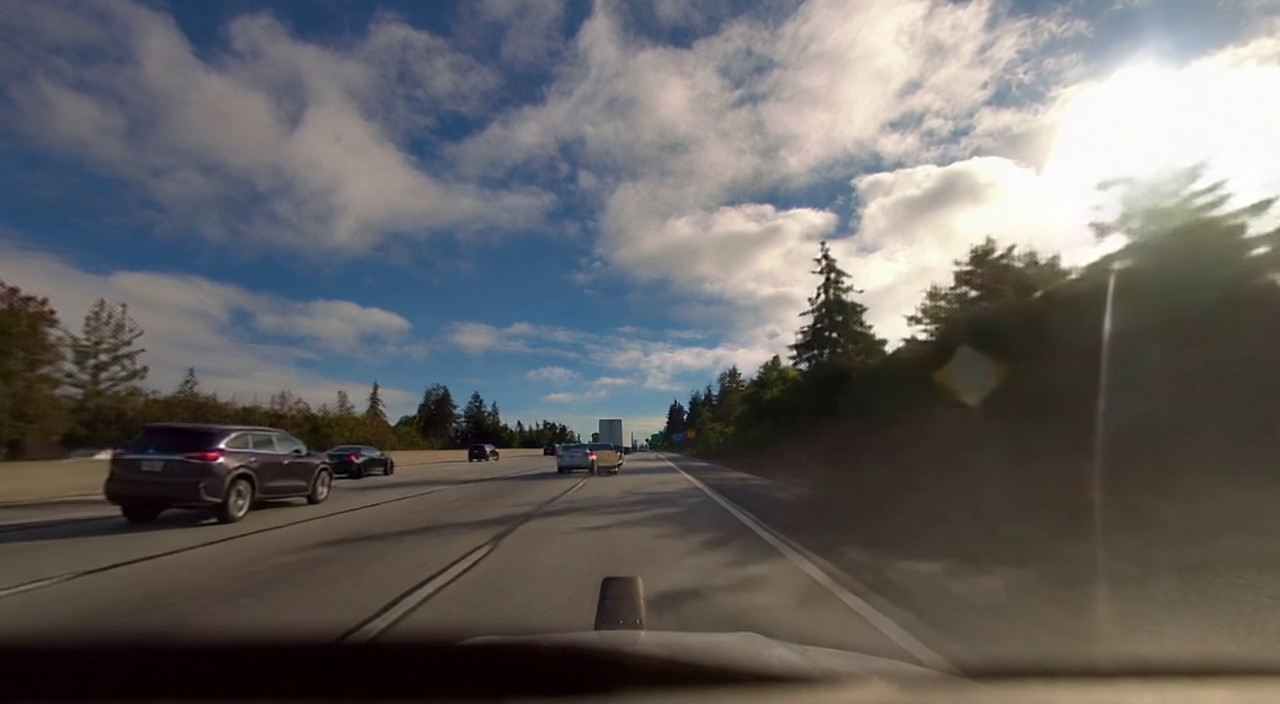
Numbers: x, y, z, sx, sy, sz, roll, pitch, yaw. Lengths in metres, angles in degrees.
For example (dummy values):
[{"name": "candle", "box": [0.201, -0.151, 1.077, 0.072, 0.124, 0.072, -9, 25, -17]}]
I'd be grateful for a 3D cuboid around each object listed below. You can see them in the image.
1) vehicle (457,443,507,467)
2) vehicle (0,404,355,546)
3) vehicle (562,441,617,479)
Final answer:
[{"name": "vehicle", "box": [-10.274, 6.730, 41.362, 2.036, 1.506, 4.358, 0, -8, 1]}, {"name": "vehicle", "box": [-7.335, 1.973, 10.823, 2.115, 1.778, 5.572, 0, -8, 2]}, {"name": "vehicle", "box": [-2.135, 4.728, 27.760, 1.931, 1.528, 4.126, 0, -8, 2]}]
